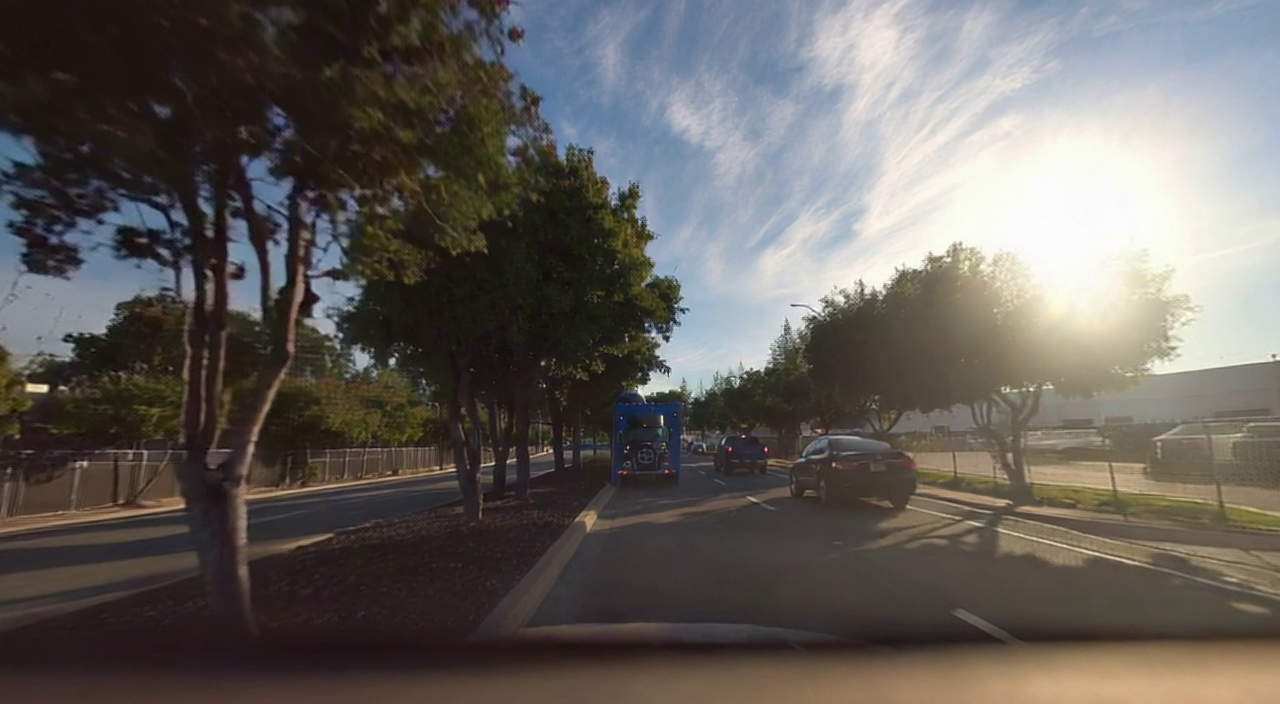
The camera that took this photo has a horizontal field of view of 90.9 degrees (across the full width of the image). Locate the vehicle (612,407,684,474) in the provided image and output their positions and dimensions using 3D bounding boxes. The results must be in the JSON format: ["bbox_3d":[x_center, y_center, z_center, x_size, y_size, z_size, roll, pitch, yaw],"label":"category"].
[{"bbox_3d":[0.465,4.452,31.668,3.197,2.963,7.055,0,-8,2],"label":"vehicle"}]

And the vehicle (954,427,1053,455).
[{"bbox_3d":[22.838,5.635,39.735,4.995,1.543,1.899,-2,-10,1],"label":"vehicle"}]

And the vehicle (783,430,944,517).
[{"bbox_3d":[4.679,2.591,13.975,2.001,1.621,4.208,0,-8,0],"label":"vehicle"}]

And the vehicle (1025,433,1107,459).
[{"bbox_3d":[22.920,5.070,33.958,3.251,1.321,1.555,0,-8,-1],"label":"vehicle"}]

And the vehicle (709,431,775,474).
[{"bbox_3d":[4.784,4.813,30.346,2.375,1.857,5.100,0,-8,0],"label":"vehicle"}]
